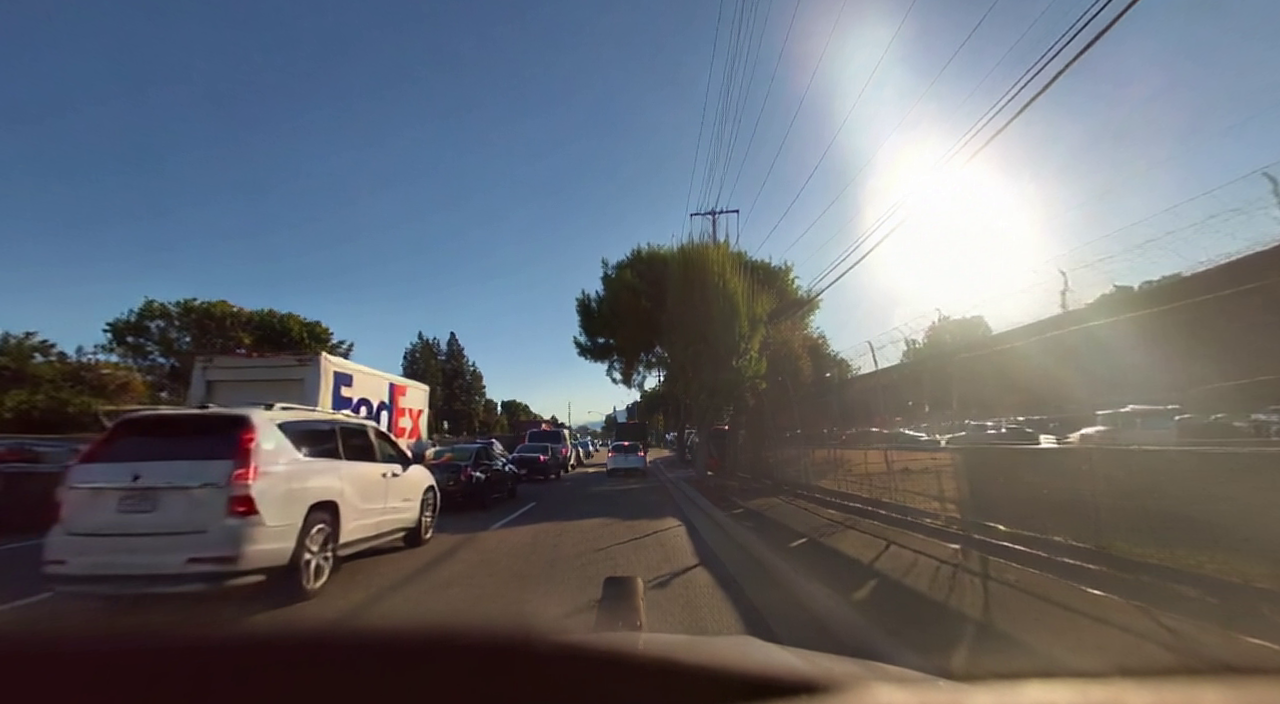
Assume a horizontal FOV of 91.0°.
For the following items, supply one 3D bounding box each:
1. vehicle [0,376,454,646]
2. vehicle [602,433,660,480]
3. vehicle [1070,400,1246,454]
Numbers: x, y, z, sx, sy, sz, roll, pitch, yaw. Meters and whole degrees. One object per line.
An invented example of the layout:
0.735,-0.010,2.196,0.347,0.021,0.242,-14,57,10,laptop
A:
-3.871,1.419,6.724,2.263,1.803,4.868,0,-8,0,vehicle
-0.372,4.024,24.546,2.055,1.671,4.147,0,-8,-1,vehicle
32.607,4.786,39.820,8.848,3.271,2.774,0,-9,-5,vehicle
